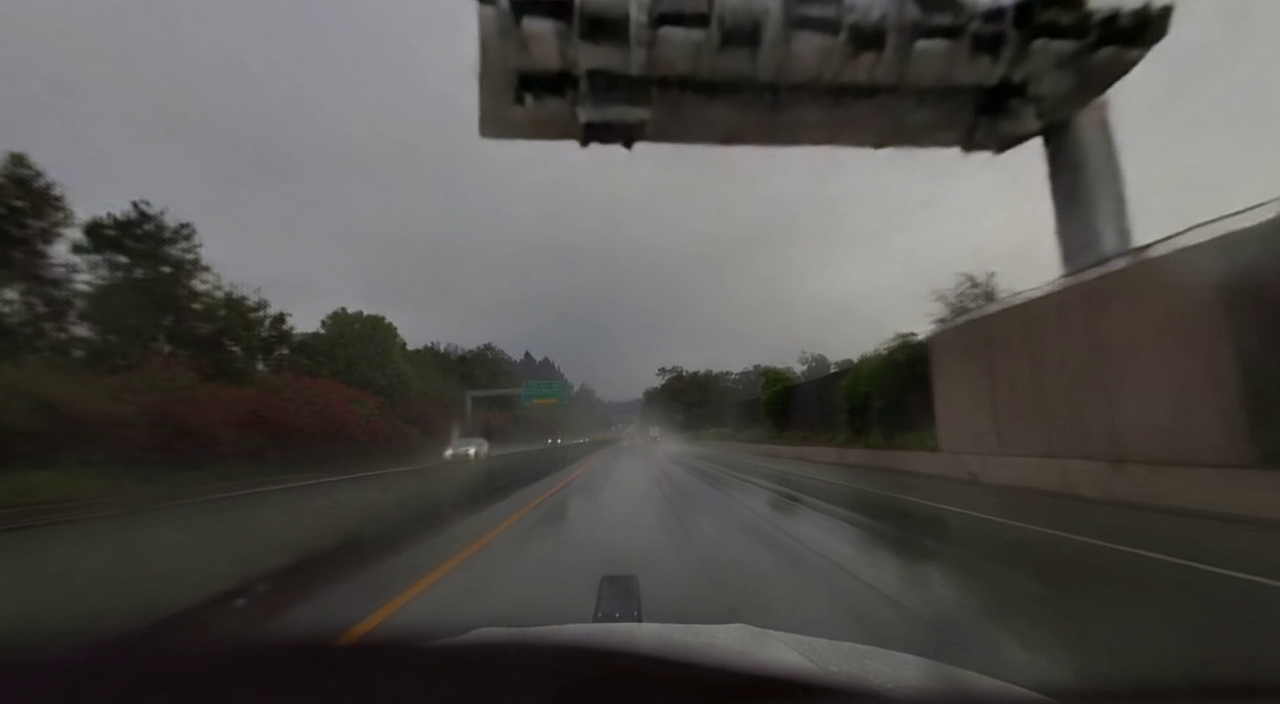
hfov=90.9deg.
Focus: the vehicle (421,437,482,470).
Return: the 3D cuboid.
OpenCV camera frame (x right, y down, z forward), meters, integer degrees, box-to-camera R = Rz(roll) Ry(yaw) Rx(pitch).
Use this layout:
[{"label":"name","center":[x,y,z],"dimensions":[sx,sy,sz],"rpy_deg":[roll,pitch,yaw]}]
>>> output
[{"label":"vehicle","center":[-9.321,5.008,31.423],"dimensions":[1.866,1.485,3.928],"rpy_deg":[0,-8,-1]}]
